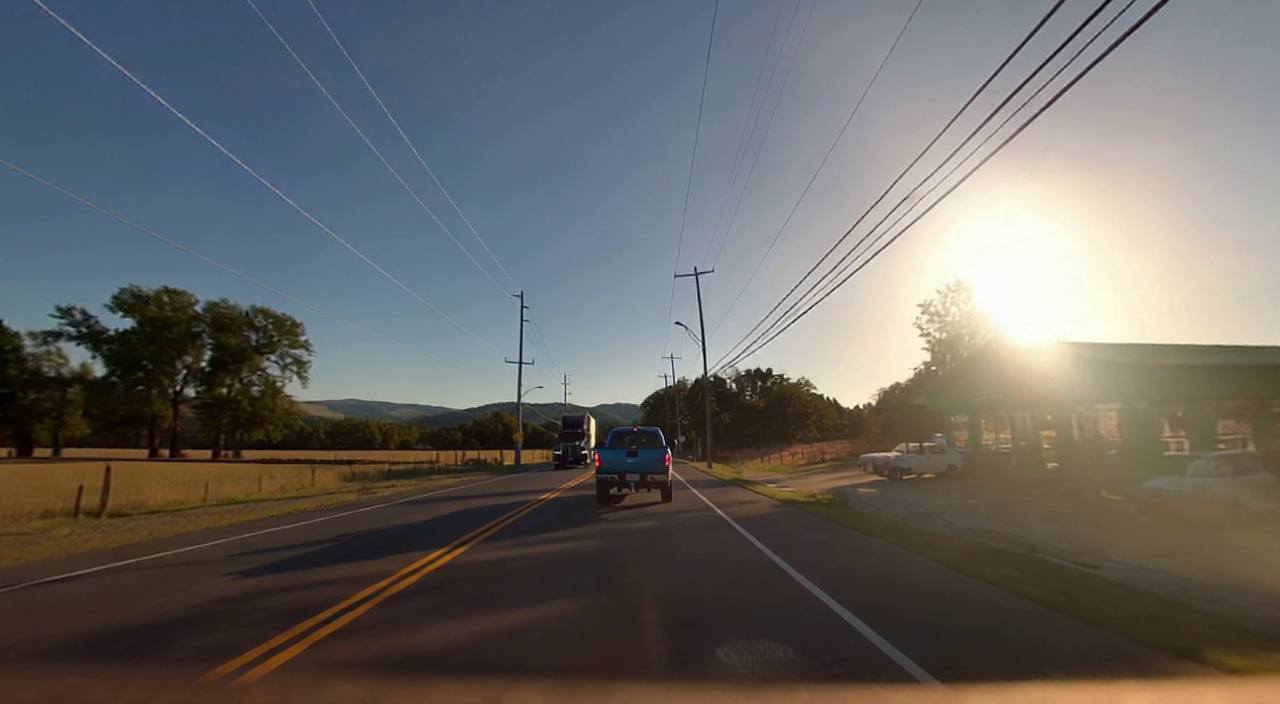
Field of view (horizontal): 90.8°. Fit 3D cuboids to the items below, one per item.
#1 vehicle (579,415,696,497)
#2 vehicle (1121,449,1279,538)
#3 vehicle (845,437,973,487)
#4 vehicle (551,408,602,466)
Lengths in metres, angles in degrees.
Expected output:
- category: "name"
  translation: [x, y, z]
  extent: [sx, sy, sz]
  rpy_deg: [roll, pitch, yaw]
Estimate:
- category: "vehicle"
  translation: [-0.059, 3.161, 19.607]
  extent: [2.921, 2.031, 7.416]
  rpy_deg: [0, -8, 0]
- category: "vehicle"
  translation: [11.938, 2.688, 12.654]
  extent: [4.571, 1.451, 1.906]
  rpy_deg: [5, -10, -29]
- category: "vehicle"
  translation: [10.750, 4.310, 25.076]
  extent: [5.304, 1.754, 2.340]
  rpy_deg: [7, -11, -38]
- category: "vehicle"
  translation: [-4.626, 6.513, 47.851]
  extent: [3.063, 3.986, 7.883]
  rpy_deg: [0, -8, 0]
